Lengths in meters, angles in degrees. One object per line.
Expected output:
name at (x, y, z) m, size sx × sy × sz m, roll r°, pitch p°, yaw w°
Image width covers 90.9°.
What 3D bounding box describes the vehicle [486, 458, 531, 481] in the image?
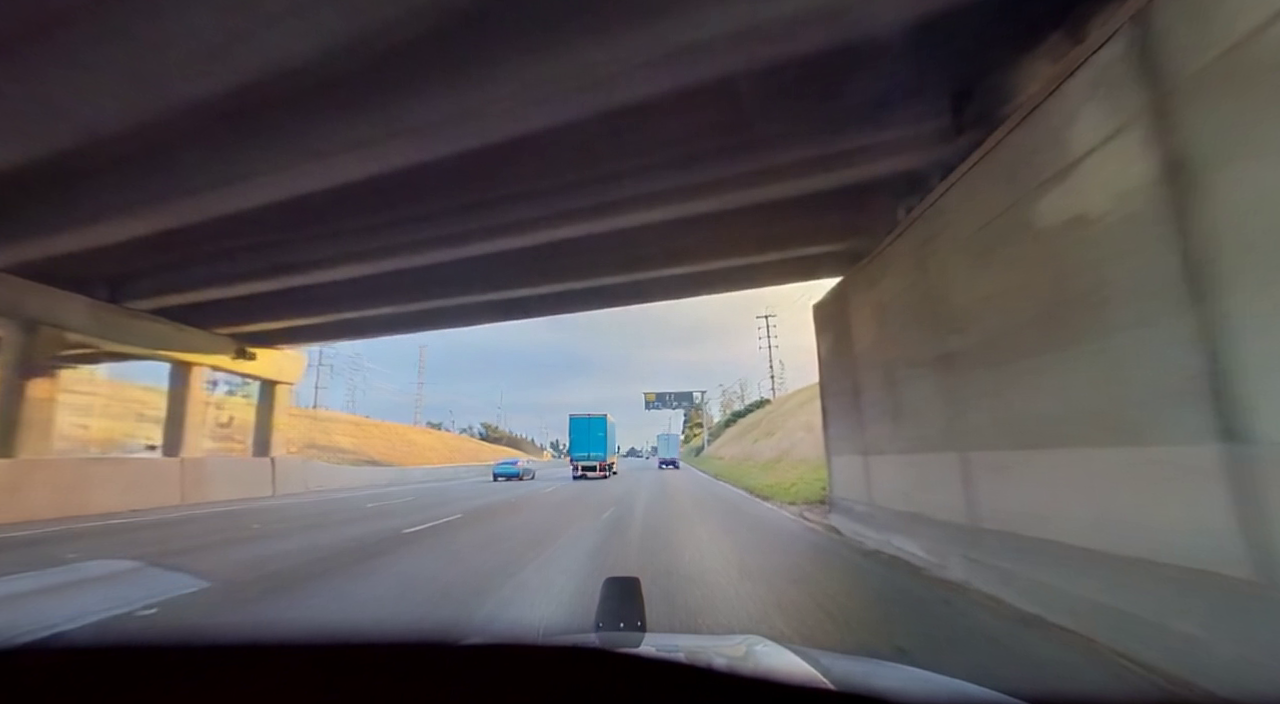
vehicle at (-8.884, 7.985, 43.036) m, size 1.940 × 1.381 × 4.348 m, roll -1°, pitch -9°, yaw 3°
